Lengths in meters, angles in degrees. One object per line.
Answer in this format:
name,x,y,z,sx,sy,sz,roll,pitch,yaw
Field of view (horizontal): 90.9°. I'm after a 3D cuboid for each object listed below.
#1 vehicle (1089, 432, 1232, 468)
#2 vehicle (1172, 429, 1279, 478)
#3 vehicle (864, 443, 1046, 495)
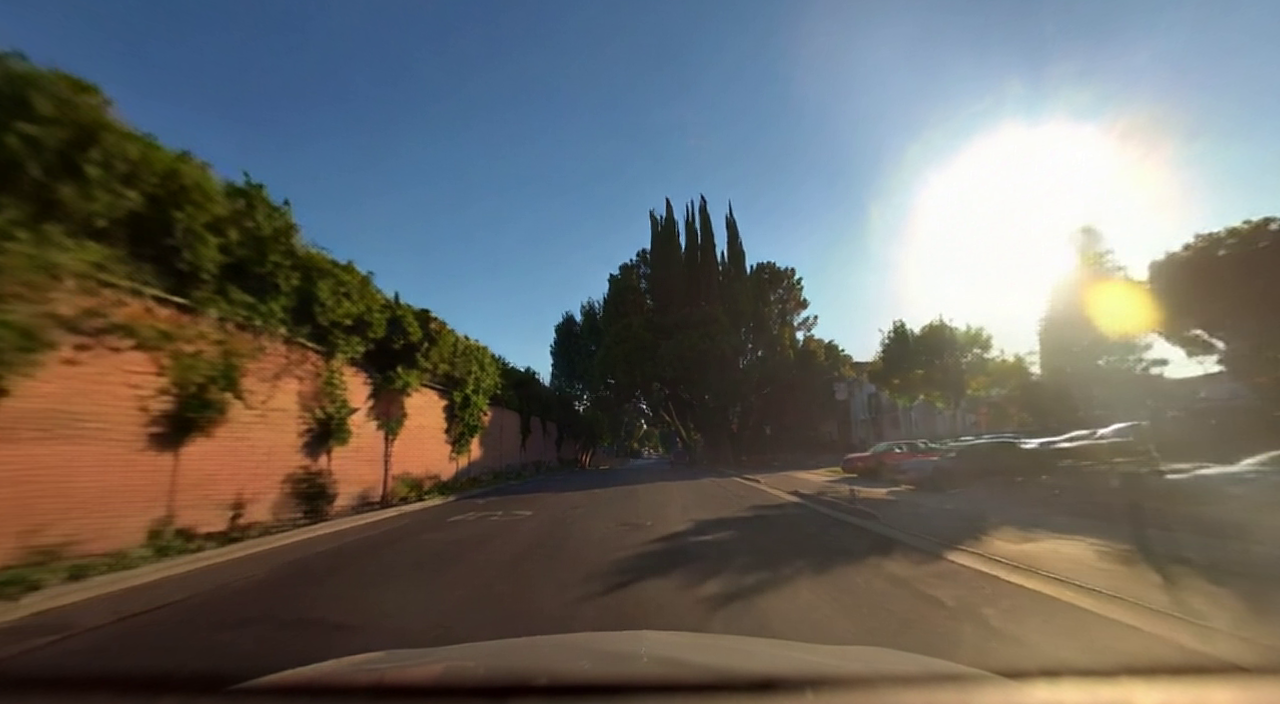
vehicle,23.744,4.505,28.860,4.873,1.501,1.950,1,-9,-3
vehicle,23.090,3.716,23.389,4.740,1.536,2.084,-3,-9,-1
vehicle,9.352,3.494,19.027,4.309,1.442,2.145,0,-9,-1
